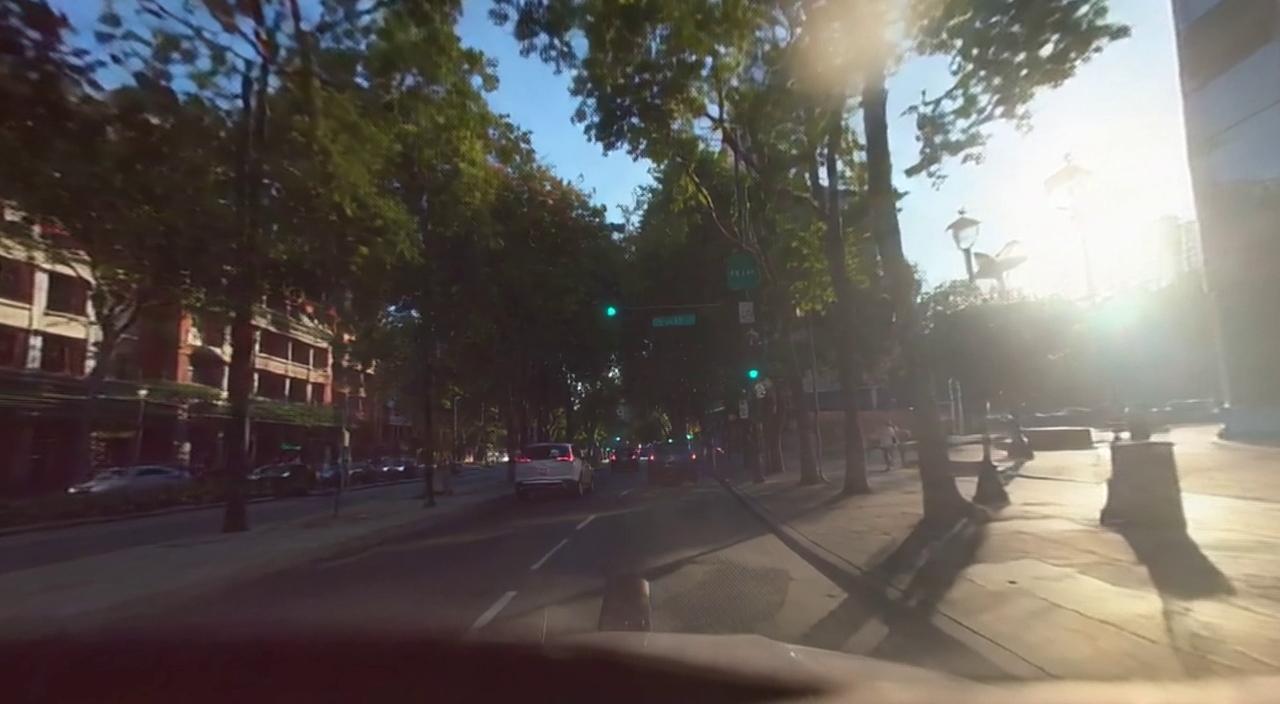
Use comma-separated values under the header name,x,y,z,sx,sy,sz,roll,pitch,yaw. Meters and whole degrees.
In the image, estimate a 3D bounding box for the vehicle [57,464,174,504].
name,x,y,z,sx,sy,sz,roll,pitch,yaw
vehicle,-28.172,7.066,34.115,2.045,1.799,4.945,-1,-8,0

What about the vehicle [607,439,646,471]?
name,x,y,z,sx,sy,sz,roll,pitch,yaw
vehicle,-0.788,6.492,39.899,2.220,1.847,4.587,-1,-8,2

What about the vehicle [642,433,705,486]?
name,x,y,z,sx,sy,sz,roll,pitch,yaw
vehicle,1.215,3.976,23.647,2.120,1.758,3.917,-1,-8,2

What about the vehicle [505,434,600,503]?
name,x,y,z,sx,sy,sz,roll,pitch,yaw
vehicle,-2.374,3.241,18.057,1.940,1.722,3.823,-1,-8,4

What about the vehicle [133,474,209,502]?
name,x,y,z,sx,sy,sz,roll,pitch,yaw
vehicle,-31.358,9.096,42.292,1.768,1.436,4.515,1,-7,-2
